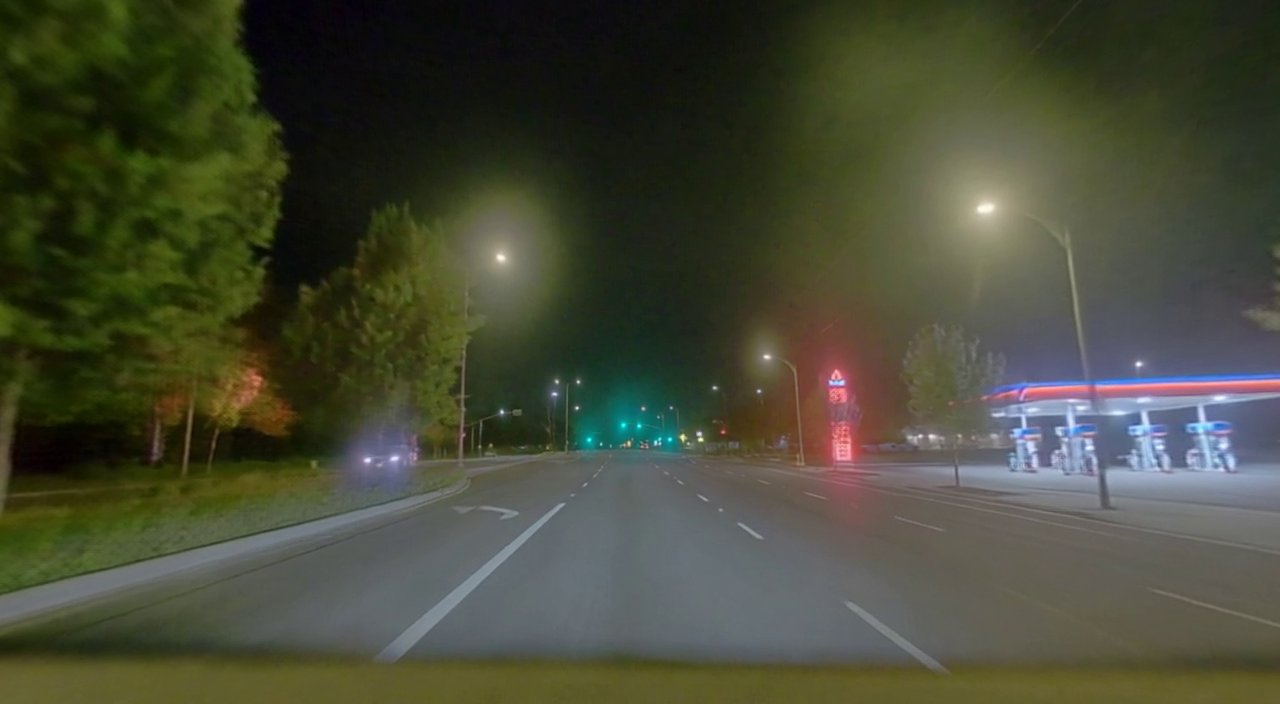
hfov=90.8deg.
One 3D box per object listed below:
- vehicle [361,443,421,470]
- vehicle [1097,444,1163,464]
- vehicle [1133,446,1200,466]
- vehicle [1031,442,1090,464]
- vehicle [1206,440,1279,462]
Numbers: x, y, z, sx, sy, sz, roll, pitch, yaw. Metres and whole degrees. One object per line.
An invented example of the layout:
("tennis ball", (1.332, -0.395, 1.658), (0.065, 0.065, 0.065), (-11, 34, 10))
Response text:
("vehicle", (-15.760, 6.625, 40.219), (1.916, 1.620, 4.408), (0, -8, 1))
("vehicle", (36.545, 7.619, 47.225), (1.665, 1.442, 3.759), (1, -8, -4))
("vehicle", (39.004, 7.701, 46.881), (1.653, 1.421, 3.632), (0, -9, -4))
("vehicle", (30.883, 7.462, 46.486), (1.591, 1.491, 4.005), (-2, -9, 1))
("vehicle", (45.297, 7.357, 47.257), (1.825, 1.570, 4.351), (0, -8, 0))
